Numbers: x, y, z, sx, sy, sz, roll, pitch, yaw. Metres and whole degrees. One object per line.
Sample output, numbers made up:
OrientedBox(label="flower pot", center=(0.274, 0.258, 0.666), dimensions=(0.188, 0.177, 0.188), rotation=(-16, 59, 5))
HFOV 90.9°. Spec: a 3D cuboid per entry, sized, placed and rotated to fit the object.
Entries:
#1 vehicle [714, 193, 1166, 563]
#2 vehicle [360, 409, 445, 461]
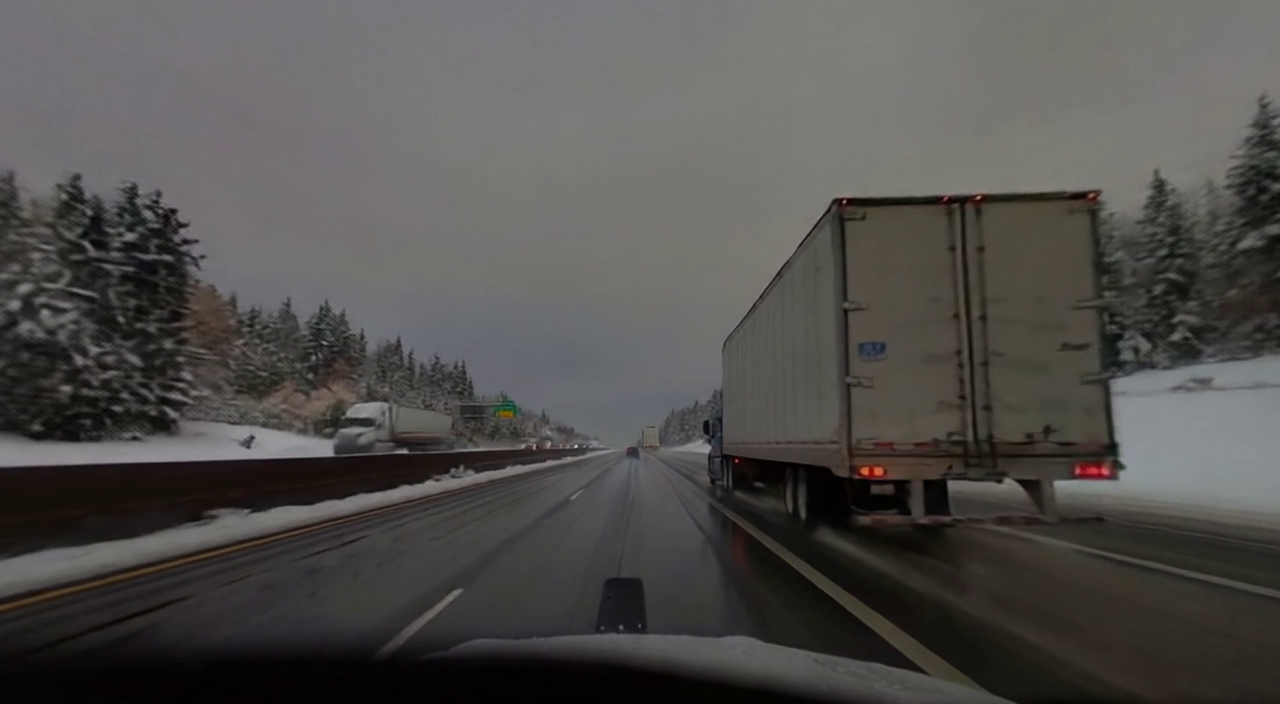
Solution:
OrientedBox(label="vehicle", center=(4.134, 1.252, 14.170), dimensions=(3.323, 4.262, 14.056), rotation=(0, -9, 0))
OrientedBox(label="vehicle", center=(-15.535, 5.585, 41.881), dimensions=(2.626, 3.136, 7.570), rotation=(0, -9, 0))
